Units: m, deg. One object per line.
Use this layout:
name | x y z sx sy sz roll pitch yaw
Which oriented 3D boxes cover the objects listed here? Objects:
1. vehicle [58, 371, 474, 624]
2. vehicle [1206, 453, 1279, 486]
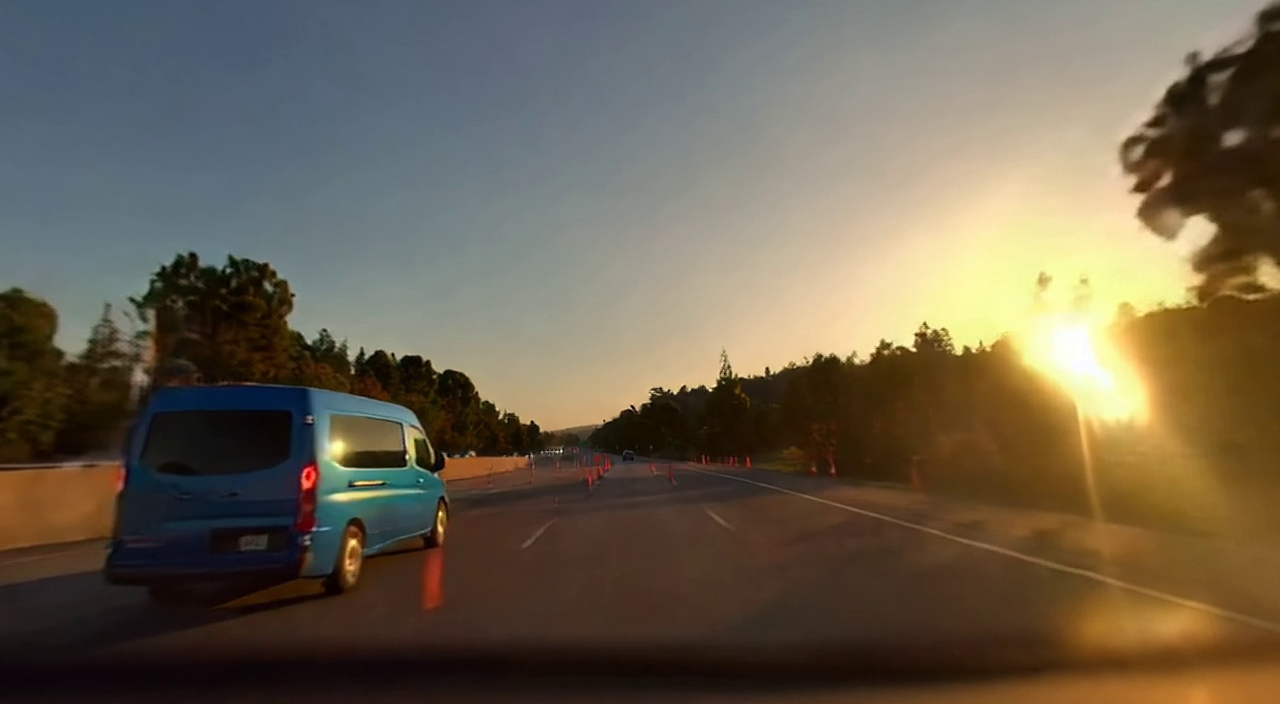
vehicle | -3.524 1.478 7.274 2.046 1.982 4.465 0 -9 -1
vehicle | 30.028 5.681 30.349 3.860 1.433 1.875 3 -10 -2
